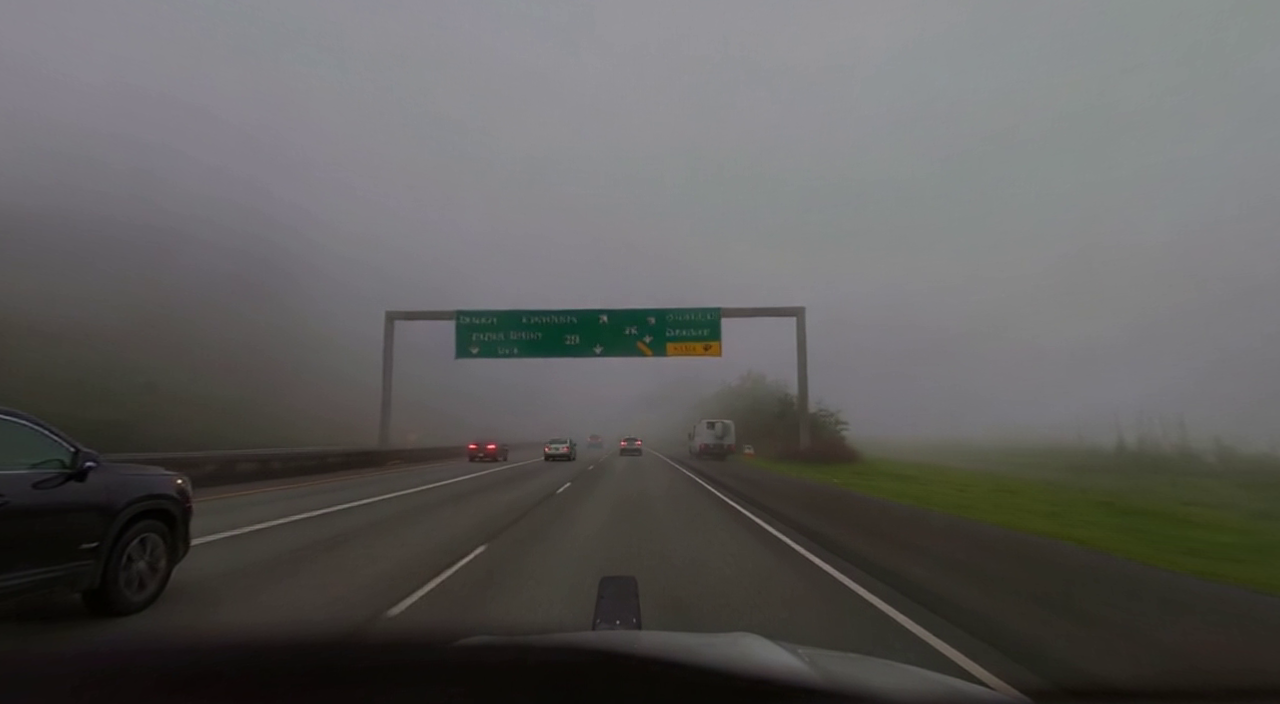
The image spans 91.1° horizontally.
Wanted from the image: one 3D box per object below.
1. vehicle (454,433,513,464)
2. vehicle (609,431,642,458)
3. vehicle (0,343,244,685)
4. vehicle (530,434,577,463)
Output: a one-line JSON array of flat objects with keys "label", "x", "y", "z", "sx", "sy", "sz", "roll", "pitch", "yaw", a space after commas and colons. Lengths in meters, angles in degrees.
[{"label": "vehicle", "x": -8.378, "y": 5.175, "z": 34.042, "sx": 1.953, "sy": 1.524, "sz": 4.863, "roll": 0, "pitch": -8, "yaw": 0}, {"label": "vehicle", "x": -0.930, "y": 5.885, "z": 40.156, "sx": 2.002, "sy": 1.611, "sz": 3.778, "roll": 0, "pitch": -8, "yaw": -1}, {"label": "vehicle", "x": -4.420, "y": 0.856, "z": 3.229, "sx": 1.971, "sy": 1.822, "sz": 4.366, "roll": 0, "pitch": -8, "yaw": -1}, {"label": "vehicle", "x": -4.470, "y": 5.057, "z": 33.173, "sx": 1.909, "sy": 1.445, "sz": 4.087, "roll": 0, "pitch": -8, "yaw": 0}]
